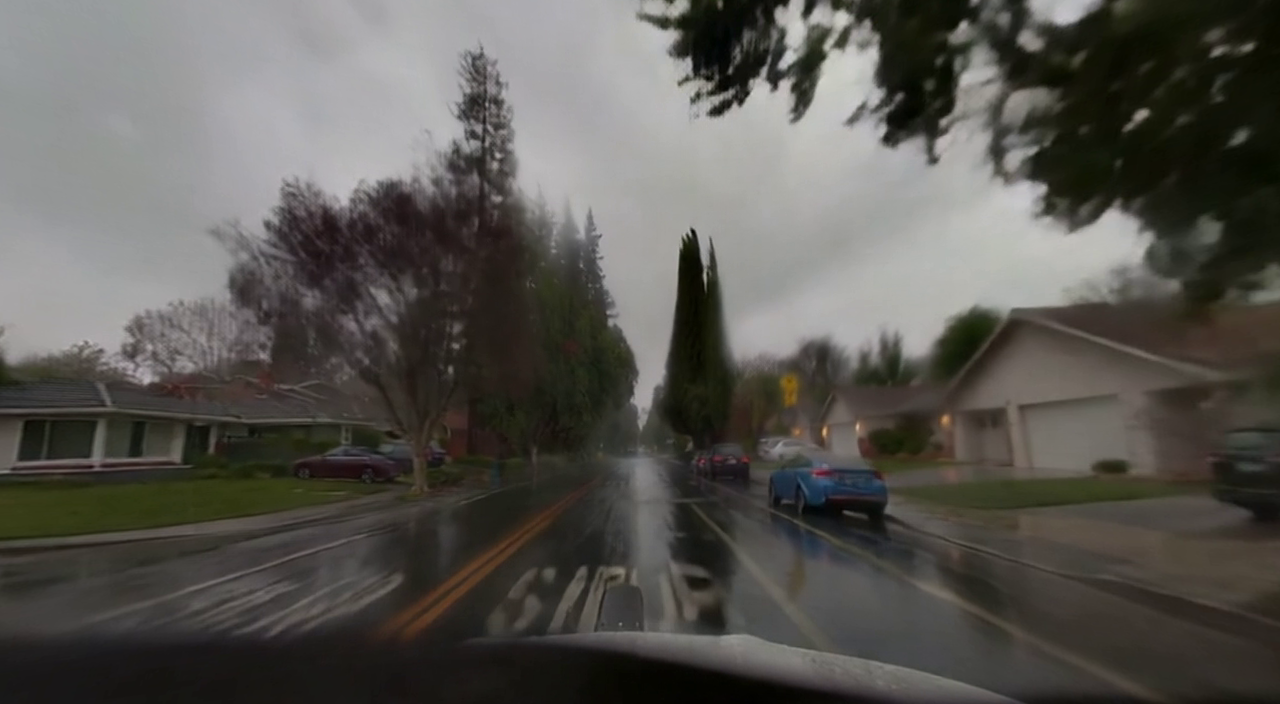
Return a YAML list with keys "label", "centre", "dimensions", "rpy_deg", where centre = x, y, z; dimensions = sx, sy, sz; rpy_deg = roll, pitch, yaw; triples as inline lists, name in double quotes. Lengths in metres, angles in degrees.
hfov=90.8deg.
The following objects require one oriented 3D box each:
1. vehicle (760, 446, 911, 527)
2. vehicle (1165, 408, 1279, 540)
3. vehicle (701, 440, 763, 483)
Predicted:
- label: "vehicle"
  centre: [4.022, 2.814, 13.810]
  dimensions: [1.940, 1.470, 4.101]
  rpy_deg: [0, -9, -1]
- label: "vehicle"
  centre: [10.808, 1.615, 9.367]
  dimensions: [4.220, 1.714, 2.070]
  rpy_deg: [-5, -8, -7]
- label: "vehicle"
  centre: [4.061, 4.942, 28.757]
  dimensions: [2.032, 1.792, 4.849]
  rpy_deg: [0, -9, 0]
